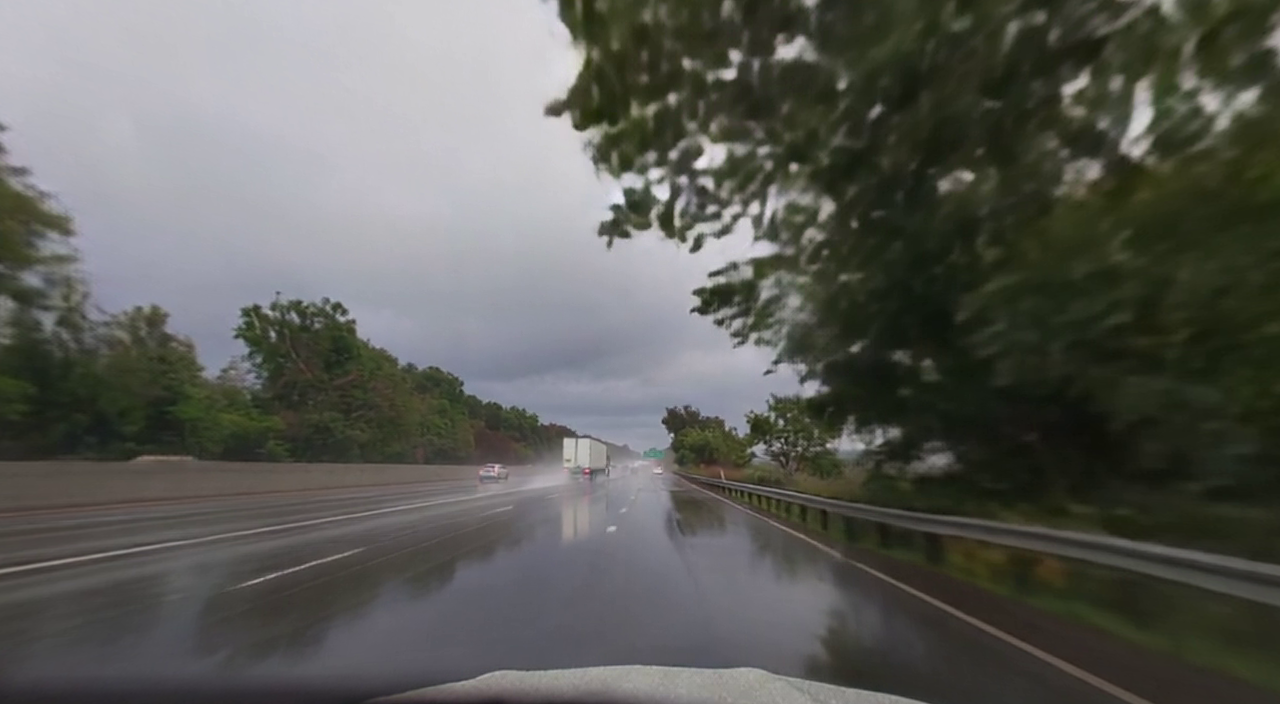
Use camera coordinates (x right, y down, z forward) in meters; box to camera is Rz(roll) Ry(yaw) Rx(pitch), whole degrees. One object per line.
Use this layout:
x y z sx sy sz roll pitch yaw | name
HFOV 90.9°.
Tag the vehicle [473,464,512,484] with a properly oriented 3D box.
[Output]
-11.321 9.394 48.636 1.745 1.430 4.252 0 -10 4 | vehicle
